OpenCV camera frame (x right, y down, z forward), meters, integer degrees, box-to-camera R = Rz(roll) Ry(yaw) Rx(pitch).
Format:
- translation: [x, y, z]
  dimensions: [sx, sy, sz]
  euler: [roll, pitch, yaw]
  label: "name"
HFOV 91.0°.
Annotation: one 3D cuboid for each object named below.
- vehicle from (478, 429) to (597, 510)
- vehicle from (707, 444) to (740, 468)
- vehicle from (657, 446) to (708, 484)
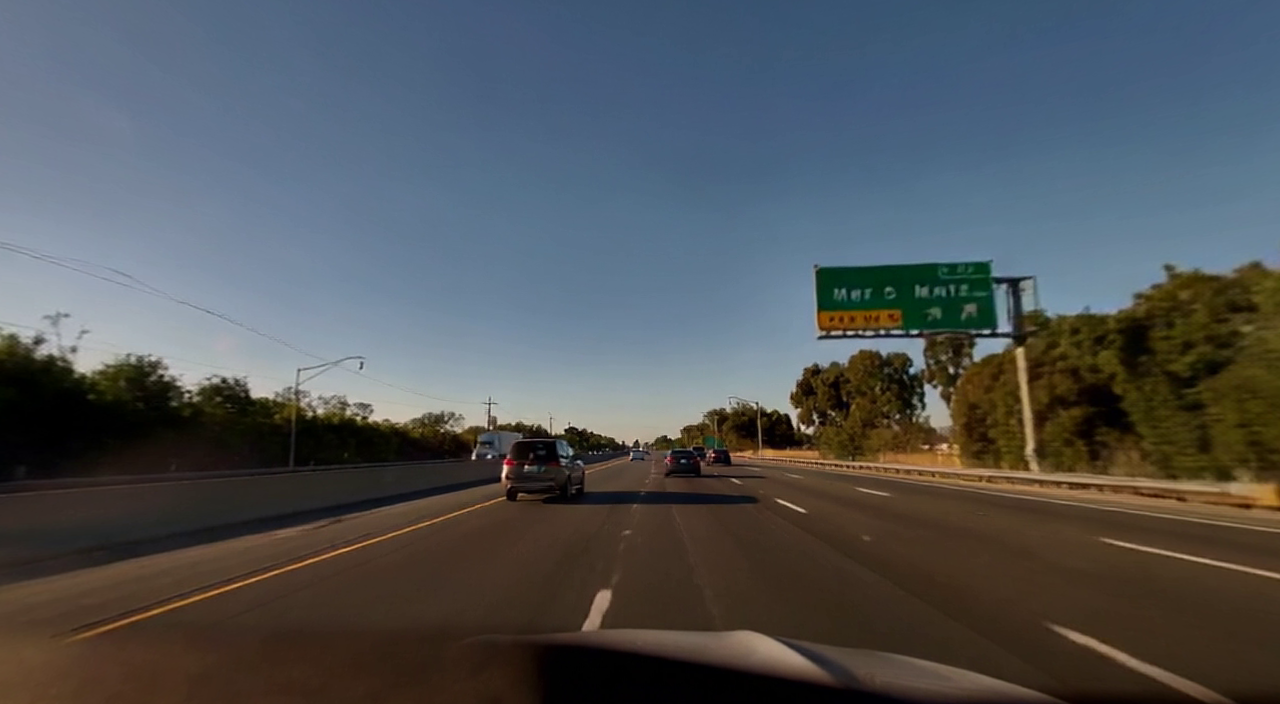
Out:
- translation: [-2.371, 2.894, 15.874]
  dimensions: [2.142, 1.724, 4.344]
  euler: [0, -9, 2]
  label: "vehicle"
- translation: [6.293, 7.888, 47.898]
  dimensions: [1.975, 1.650, 4.257]
  euler: [0, -9, 1]
  label: "vehicle"
- translation: [1.742, 4.790, 26.998]
  dimensions: [2.004, 1.471, 4.032]
  euler: [0, -9, 2]
  label: "vehicle"
